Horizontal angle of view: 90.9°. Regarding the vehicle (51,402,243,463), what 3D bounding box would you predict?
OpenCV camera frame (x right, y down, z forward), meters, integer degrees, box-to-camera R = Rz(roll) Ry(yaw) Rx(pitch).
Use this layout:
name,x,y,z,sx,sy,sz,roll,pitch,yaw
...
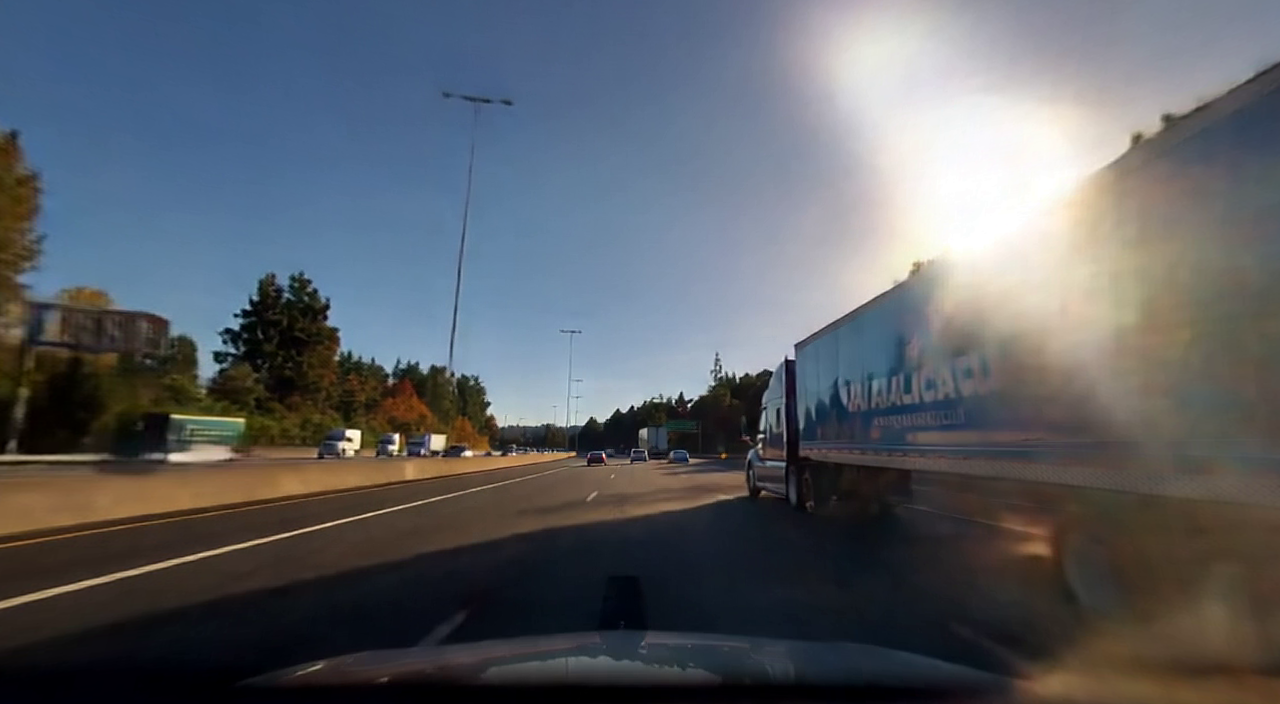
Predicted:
name,x,y,z,sx,sy,sz,roll,pitch,yaw
vehicle,-37.060,6.350,48.764,2.867,4.022,14.159,0,-8,3

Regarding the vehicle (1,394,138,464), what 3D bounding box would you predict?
name,x,y,z,sx,sy,sz,roll,pitch,yaw
vehicle,-37.454,5.186,41.698,2.960,4.244,5.861,0,-9,5

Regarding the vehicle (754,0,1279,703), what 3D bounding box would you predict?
name,x,y,z,sx,sy,sz,roll,pitch,yaw
vehicle,4.444,0.654,8.770,2.847,4.075,14.244,0,-9,-1
